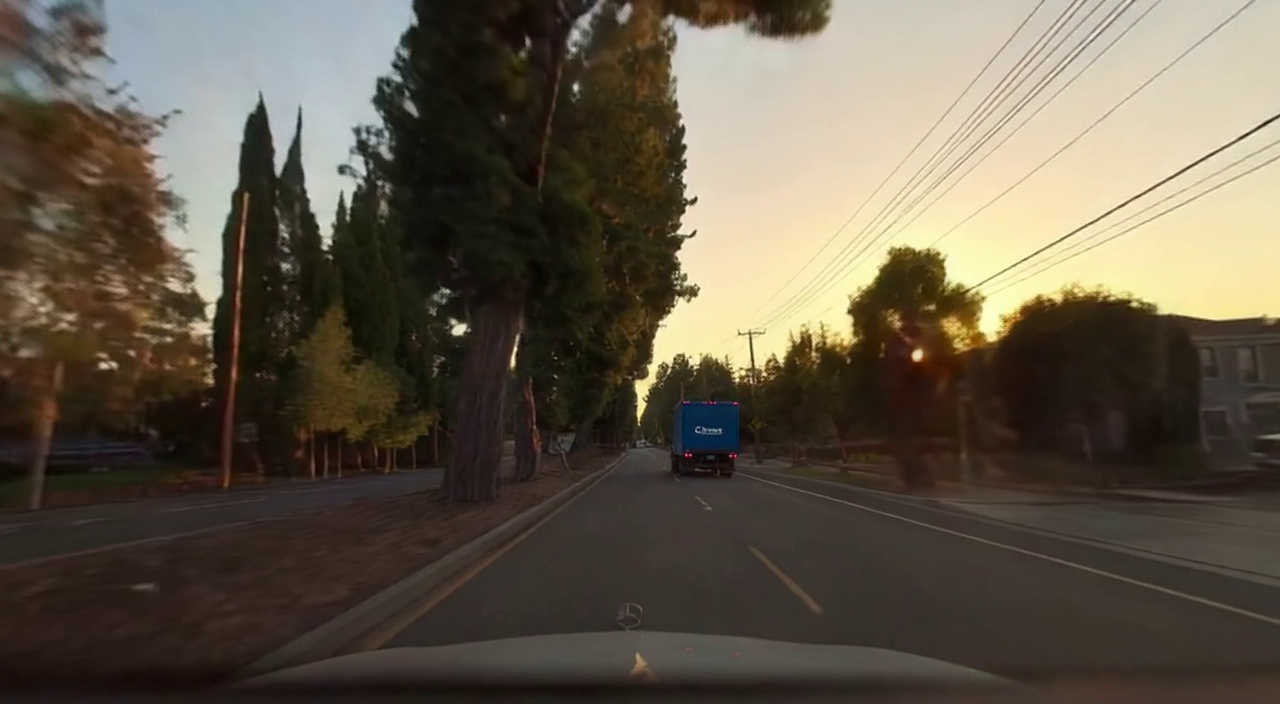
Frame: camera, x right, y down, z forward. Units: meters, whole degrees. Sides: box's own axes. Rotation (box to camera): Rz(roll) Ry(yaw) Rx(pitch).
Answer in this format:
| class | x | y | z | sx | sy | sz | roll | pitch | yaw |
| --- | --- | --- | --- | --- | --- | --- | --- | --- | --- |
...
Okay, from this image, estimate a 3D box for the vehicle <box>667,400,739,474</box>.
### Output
| class | x | y | z | sx | sy | sz | roll | pitch | yaw |
| --- | --- | --- | --- | --- | --- | --- | --- | --- | --- |
| vehicle | 3.453 | 5.115 | 37.356 | 2.973 | 3.848 | 9.336 | 0 | -8 | -2 |
